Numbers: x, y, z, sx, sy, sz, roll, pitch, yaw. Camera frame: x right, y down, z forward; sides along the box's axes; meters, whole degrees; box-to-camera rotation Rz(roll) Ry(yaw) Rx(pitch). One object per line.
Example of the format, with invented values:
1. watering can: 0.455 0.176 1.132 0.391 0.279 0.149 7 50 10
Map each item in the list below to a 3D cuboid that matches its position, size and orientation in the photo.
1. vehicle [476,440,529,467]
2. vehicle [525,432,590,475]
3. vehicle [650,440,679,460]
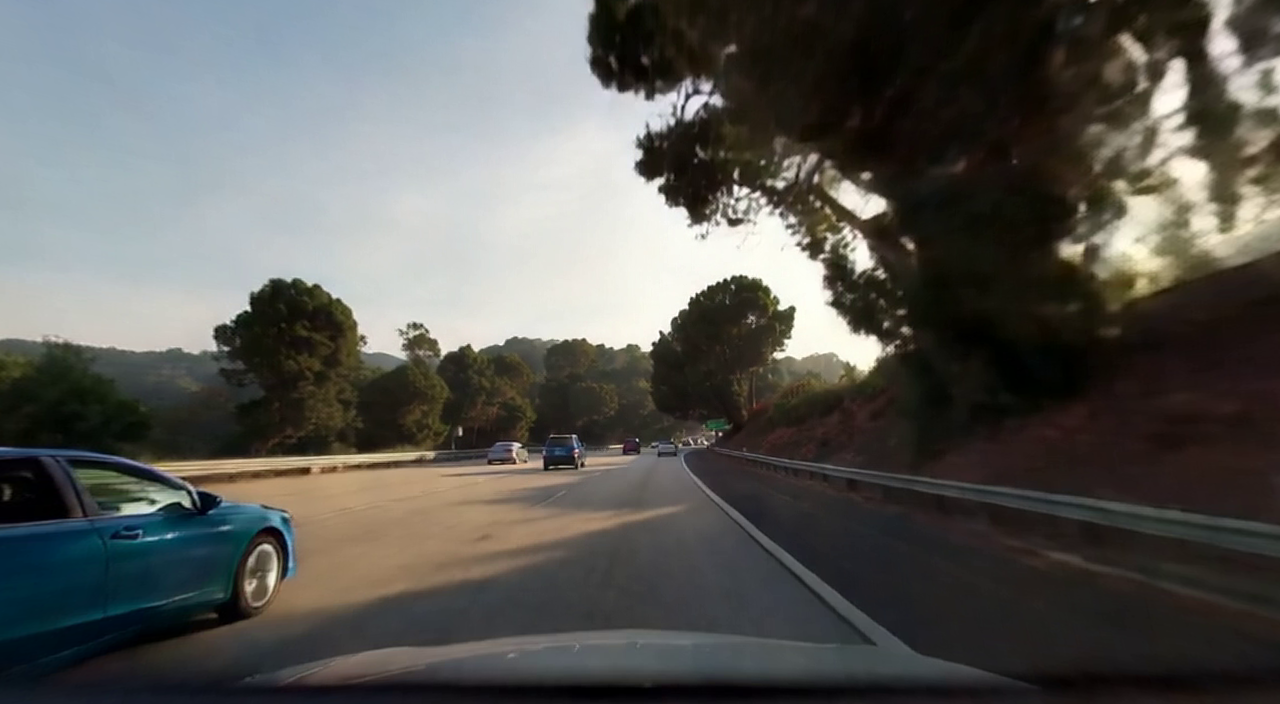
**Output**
1. vehicle: -7.642 5.687 35.455 1.883 1.411 4.053 0 -8 3
2. vehicle: -3.519 4.442 27.841 2.071 1.716 4.363 0 -8 3
3. vehicle: 1.929 7.610 49.224 2.113 1.464 4.073 -1 -8 4
